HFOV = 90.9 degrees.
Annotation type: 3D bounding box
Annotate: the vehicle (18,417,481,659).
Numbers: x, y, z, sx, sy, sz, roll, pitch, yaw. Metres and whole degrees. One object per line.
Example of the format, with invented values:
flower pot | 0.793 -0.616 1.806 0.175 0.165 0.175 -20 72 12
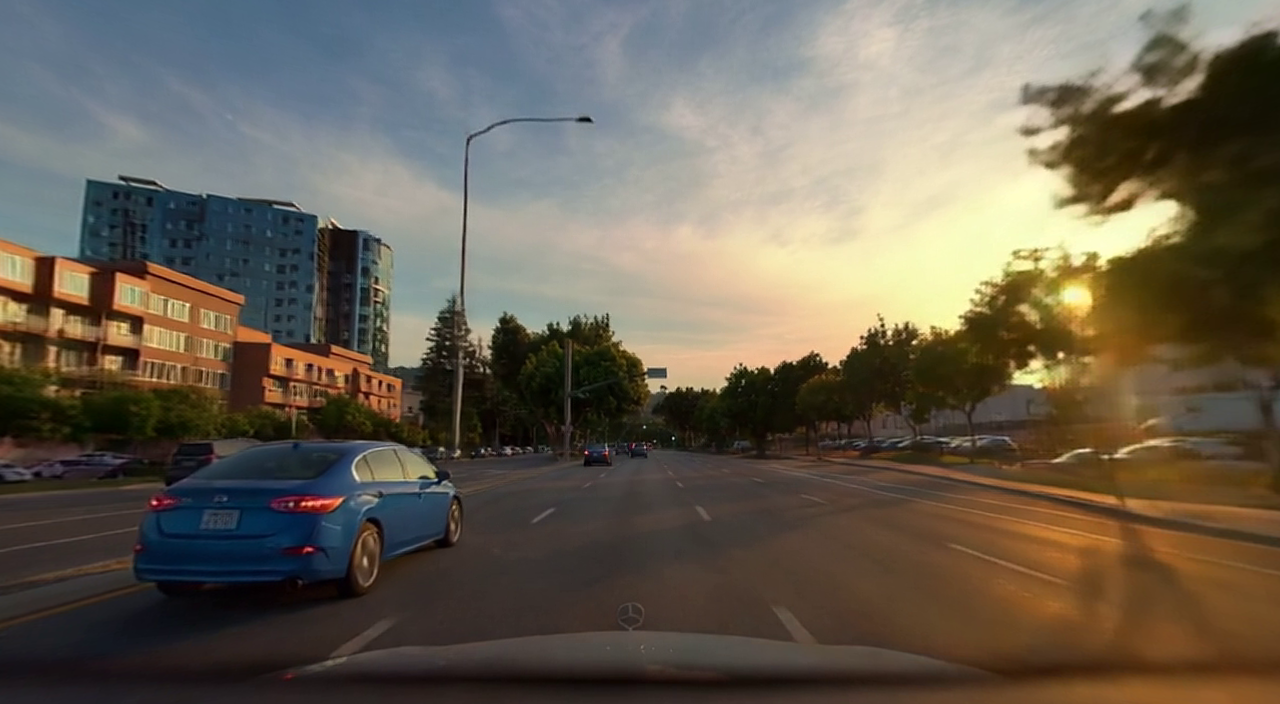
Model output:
vehicle | -3.344 1.627 6.723 2.009 1.489 4.543 -6 -8 0
